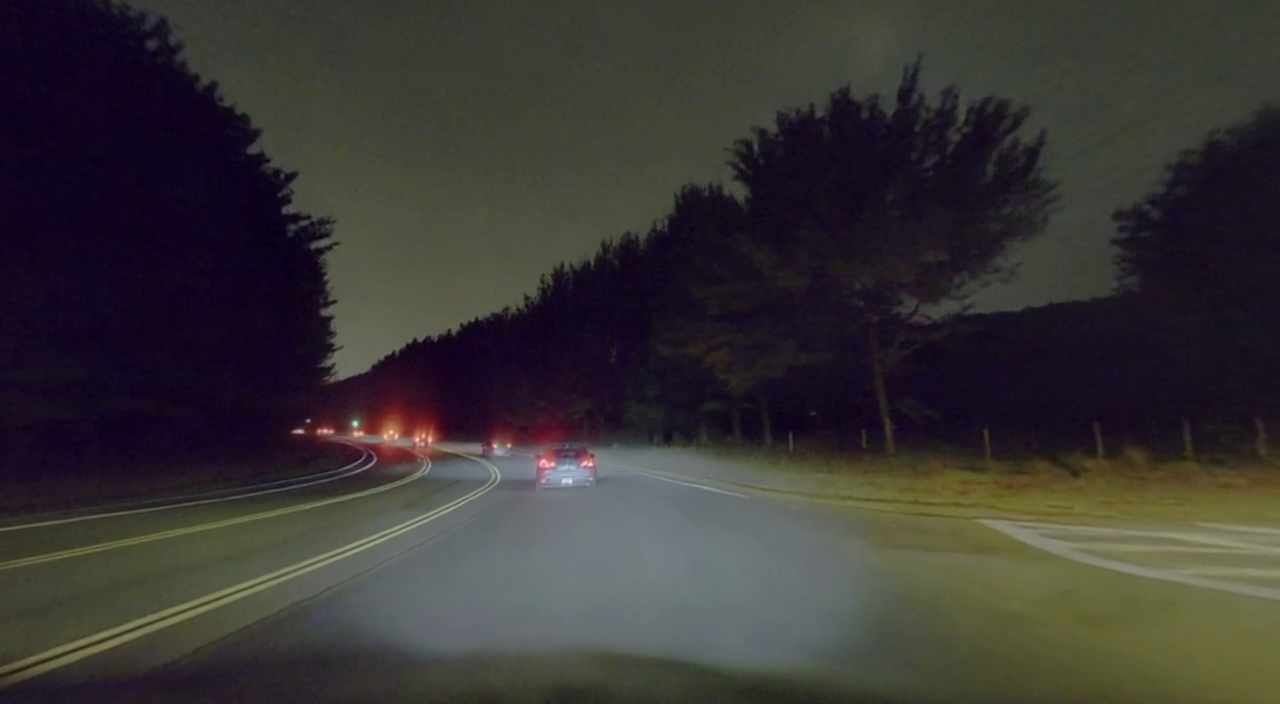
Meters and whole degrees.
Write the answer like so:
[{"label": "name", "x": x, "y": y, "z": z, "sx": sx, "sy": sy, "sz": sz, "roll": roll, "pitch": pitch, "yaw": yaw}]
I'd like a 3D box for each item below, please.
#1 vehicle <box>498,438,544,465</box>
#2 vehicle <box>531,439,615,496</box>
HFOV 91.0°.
[{"label": "vehicle", "x": -7.226, "y": 5.971, "z": 37.876, "sx": 2.080, "sy": 1.530, "sz": 3.719, "roll": 3, "pitch": -9, "yaw": -20}, {"label": "vehicle", "x": -2.147, "y": 3.474, "z": 19.353, "sx": 2.296, "sy": 1.510, "sz": 4.068, "roll": 1, "pitch": -9, "yaw": -9}]
